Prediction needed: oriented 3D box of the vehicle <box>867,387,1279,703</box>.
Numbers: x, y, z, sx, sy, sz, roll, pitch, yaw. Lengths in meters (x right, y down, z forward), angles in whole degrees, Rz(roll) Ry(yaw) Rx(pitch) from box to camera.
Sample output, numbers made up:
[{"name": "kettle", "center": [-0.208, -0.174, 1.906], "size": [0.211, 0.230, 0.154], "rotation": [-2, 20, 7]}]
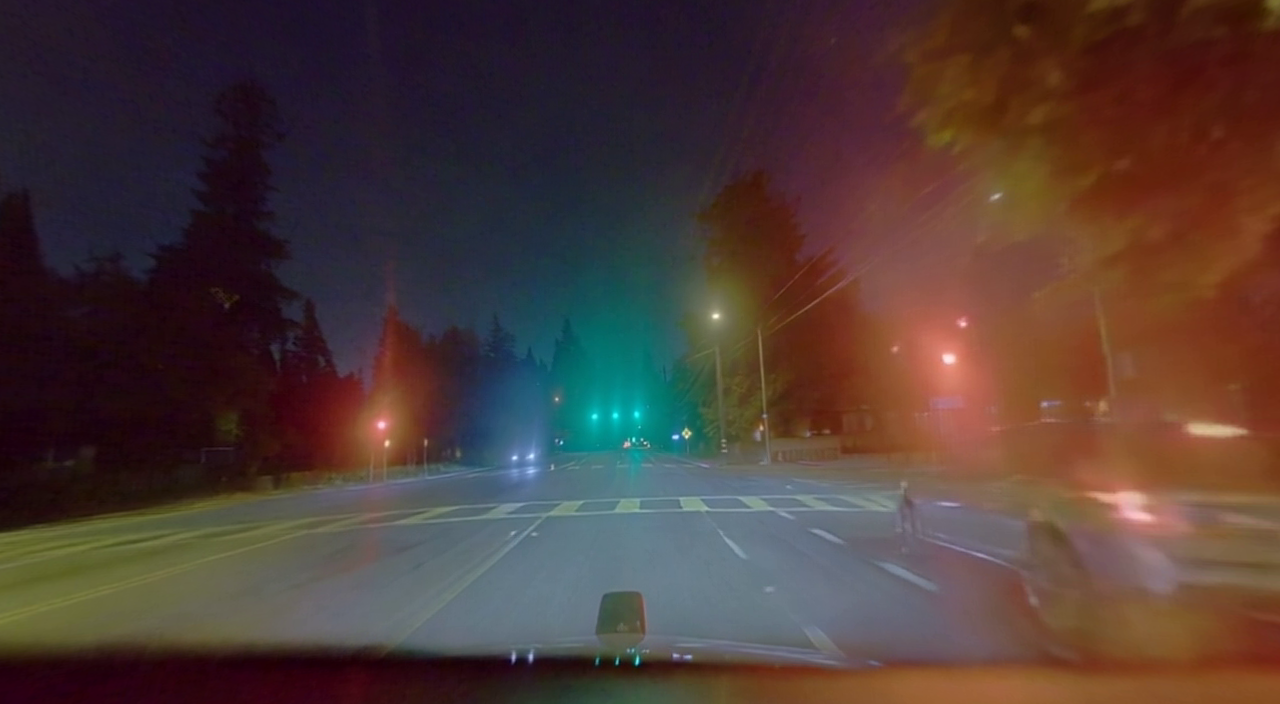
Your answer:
[{"name": "vehicle", "center": [3.788, 1.337, 5.506], "size": [1.900, 1.661, 4.346], "rotation": [1, -8, -1]}]
